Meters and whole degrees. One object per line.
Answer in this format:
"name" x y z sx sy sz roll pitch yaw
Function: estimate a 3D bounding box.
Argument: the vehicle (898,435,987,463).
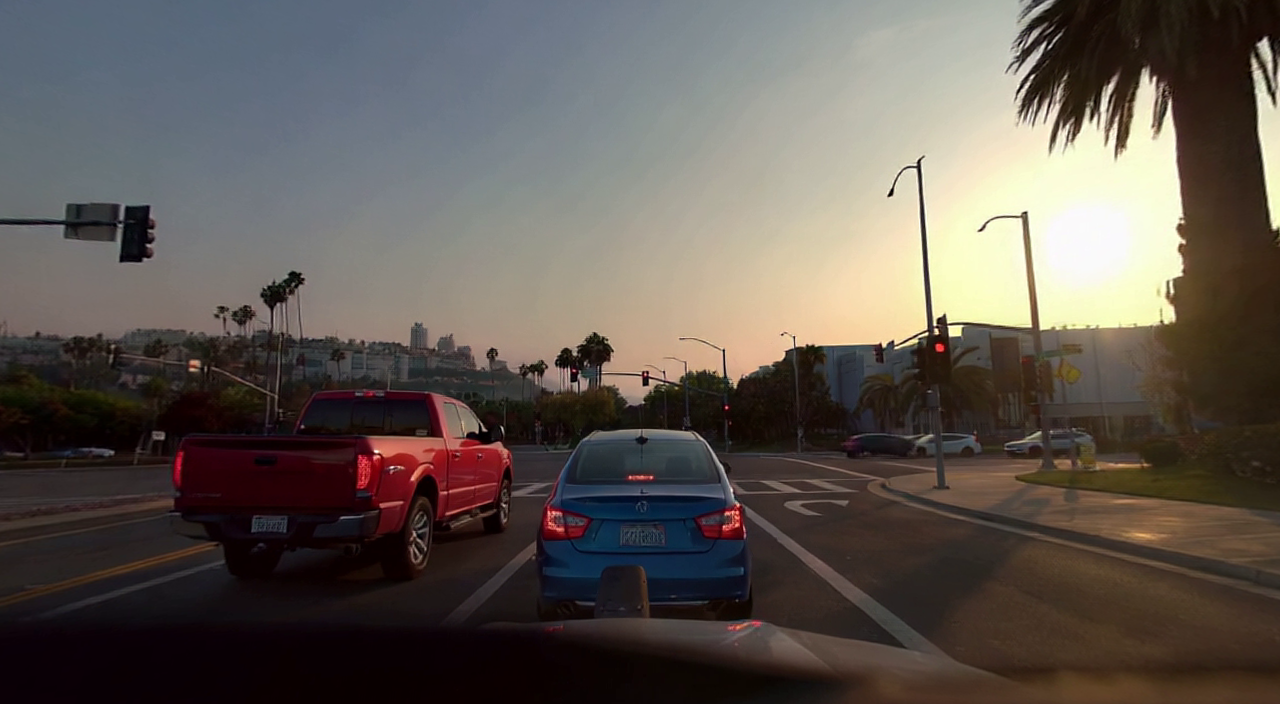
"vehicle" 18.852 6.079 39.283 4.466 1.717 1.963 0 -8 3

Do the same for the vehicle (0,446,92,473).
"vehicle" -37.125 6.632 38.835 4.576 1.617 1.937 0 -8 2

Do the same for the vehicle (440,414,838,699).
"vehicle" 0.026 1.400 5.501 2.122 1.501 4.152 0 -8 1

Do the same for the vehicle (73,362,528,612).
"vehicle" -3.239 1.481 7.897 2.330 1.969 5.626 -1 -8 3

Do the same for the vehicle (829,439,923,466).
"vehicle" 13.628 5.836 36.586 4.862 1.481 2.275 -2 -9 16
